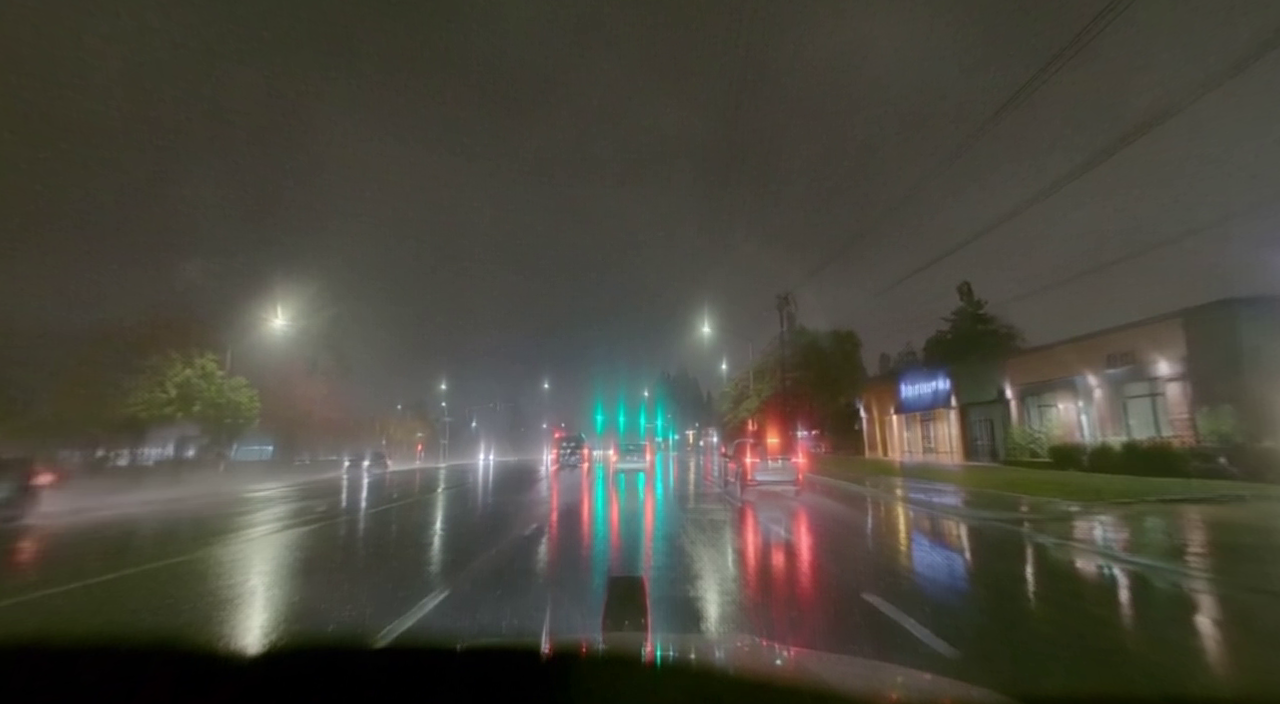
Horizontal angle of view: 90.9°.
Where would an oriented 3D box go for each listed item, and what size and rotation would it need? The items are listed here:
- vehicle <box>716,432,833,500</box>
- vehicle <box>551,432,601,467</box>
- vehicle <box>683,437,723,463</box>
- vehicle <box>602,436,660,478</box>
[{"bbox_3d":[3.206,2.813,15.994,1.948,1.474,4.360,0,-8,-1],"label":"vehicle"},{"bbox_3d":[-3.278,5.114,33.131,2.023,1.720,4.452,0,-8,1],"label":"vehicle"},{"bbox_3d":[3.774,5.941,38.334,1.913,1.463,4.198,0,-8,-1],"label":"vehicle"},{"bbox_3d":[-0.262,3.974,24.085,1.971,1.433,3.923,-1,-8,3],"label":"vehicle"}]
